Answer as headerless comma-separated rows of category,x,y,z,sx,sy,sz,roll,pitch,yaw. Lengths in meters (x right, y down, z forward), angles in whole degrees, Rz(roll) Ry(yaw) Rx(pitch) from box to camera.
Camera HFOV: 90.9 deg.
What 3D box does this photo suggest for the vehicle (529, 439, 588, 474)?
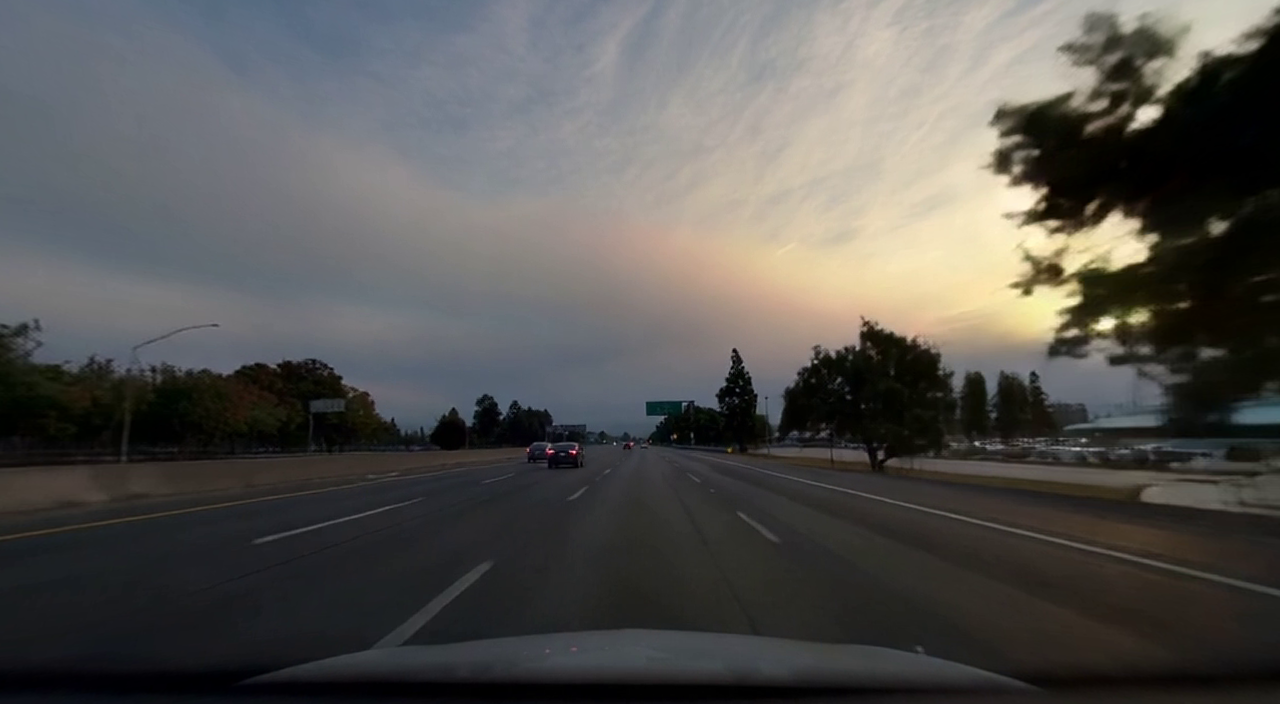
vehicle,-3.657,4.776,29.063,2.128,1.450,4.078,0,-8,1
